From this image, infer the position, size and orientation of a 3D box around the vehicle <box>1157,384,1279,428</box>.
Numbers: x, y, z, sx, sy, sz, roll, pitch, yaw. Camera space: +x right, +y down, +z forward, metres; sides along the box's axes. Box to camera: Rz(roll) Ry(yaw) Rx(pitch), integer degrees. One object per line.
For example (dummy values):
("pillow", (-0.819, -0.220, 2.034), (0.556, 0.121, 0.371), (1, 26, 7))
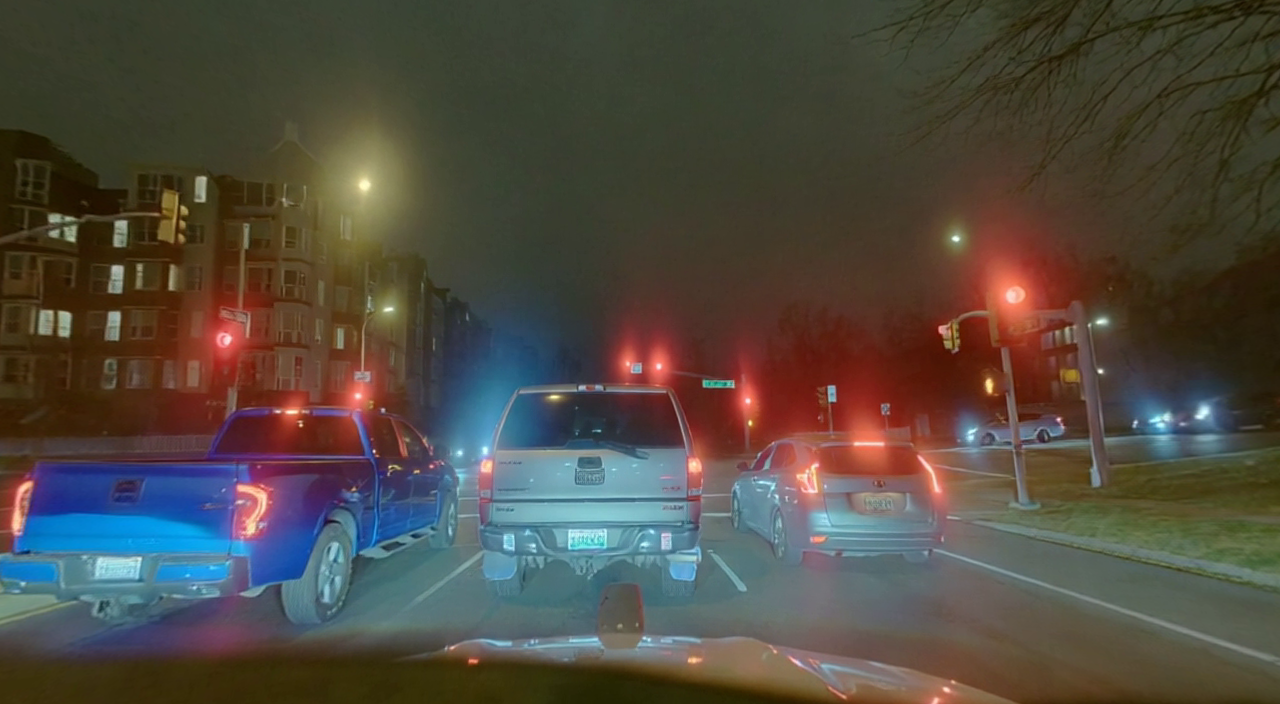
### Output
("vehicle", (27.979, 2.575, 29.660), (5.302, 1.894, 2.200), (0, -9, 1))

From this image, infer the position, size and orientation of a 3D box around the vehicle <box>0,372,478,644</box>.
("vehicle", (-3.462, 1.433, 6.932), (2.146, 1.828, 5.148), (0, -9, -2))

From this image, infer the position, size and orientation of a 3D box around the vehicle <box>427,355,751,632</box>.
("vehicle", (-0.396, 1.324, 6.783), (2.282, 1.964, 4.421), (0, -9, -1))

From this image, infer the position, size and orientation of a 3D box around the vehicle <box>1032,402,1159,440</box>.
("vehicle", (23.279, 3.591, 32.476), (4.721, 1.866, 2.188), (0, -9, 2))

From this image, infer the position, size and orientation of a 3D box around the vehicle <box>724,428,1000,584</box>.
("vehicle", (2.432, 1.816, 8.314), (2.016, 1.481, 4.336), (0, -9, 0))
